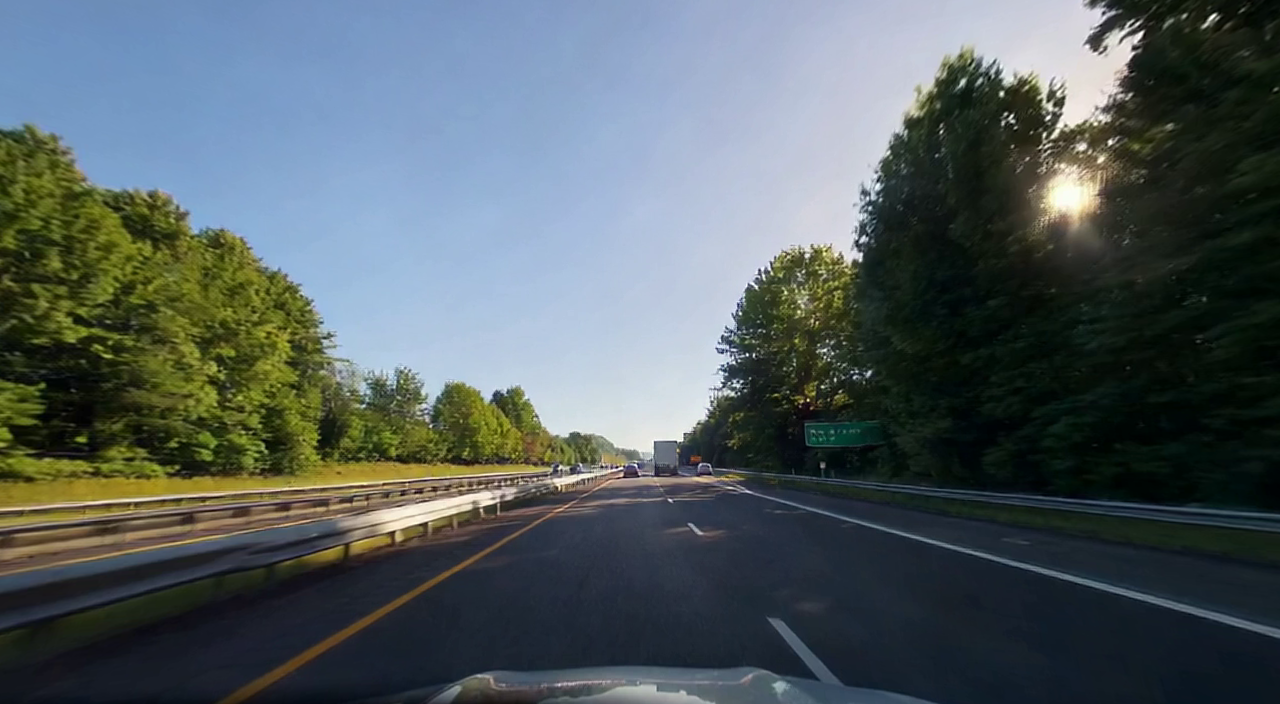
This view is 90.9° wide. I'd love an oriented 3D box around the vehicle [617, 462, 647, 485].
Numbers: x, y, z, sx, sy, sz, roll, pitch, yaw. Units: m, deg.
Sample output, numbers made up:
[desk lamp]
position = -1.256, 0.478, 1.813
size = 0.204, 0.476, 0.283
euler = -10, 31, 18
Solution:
[vehicle]
position = -0.549, 8.454, 43.977
size = 2.025, 1.452, 3.927
euler = 1, -10, 0
